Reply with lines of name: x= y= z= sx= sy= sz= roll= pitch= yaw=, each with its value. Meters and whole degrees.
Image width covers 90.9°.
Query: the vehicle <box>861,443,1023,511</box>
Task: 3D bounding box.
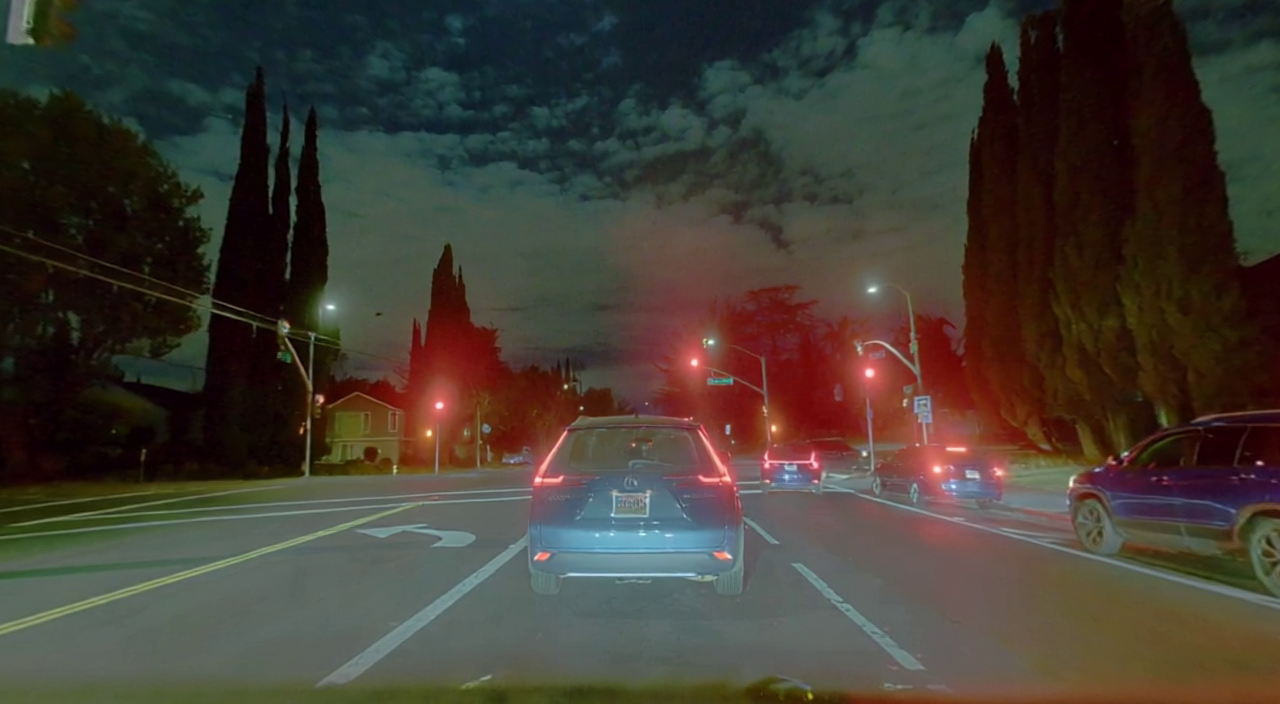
vehicle: x=7.281 y=3.013 z=15.824 sx=1.860 sy=1.436 sz=4.479 roll=0 pitch=-8 yaw=0

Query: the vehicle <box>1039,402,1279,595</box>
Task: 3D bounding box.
vehicle: x=7.020 y=1.539 z=7.049 sx=1.989 sy=1.791 sz=4.735 roll=0 pitch=-8 yaw=0

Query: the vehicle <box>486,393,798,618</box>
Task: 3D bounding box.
vehicle: x=0.043 y=1.470 z=6.975 sx=2.322 sy=1.667 sz=4.367 roll=0 pitch=-8 yaw=1
